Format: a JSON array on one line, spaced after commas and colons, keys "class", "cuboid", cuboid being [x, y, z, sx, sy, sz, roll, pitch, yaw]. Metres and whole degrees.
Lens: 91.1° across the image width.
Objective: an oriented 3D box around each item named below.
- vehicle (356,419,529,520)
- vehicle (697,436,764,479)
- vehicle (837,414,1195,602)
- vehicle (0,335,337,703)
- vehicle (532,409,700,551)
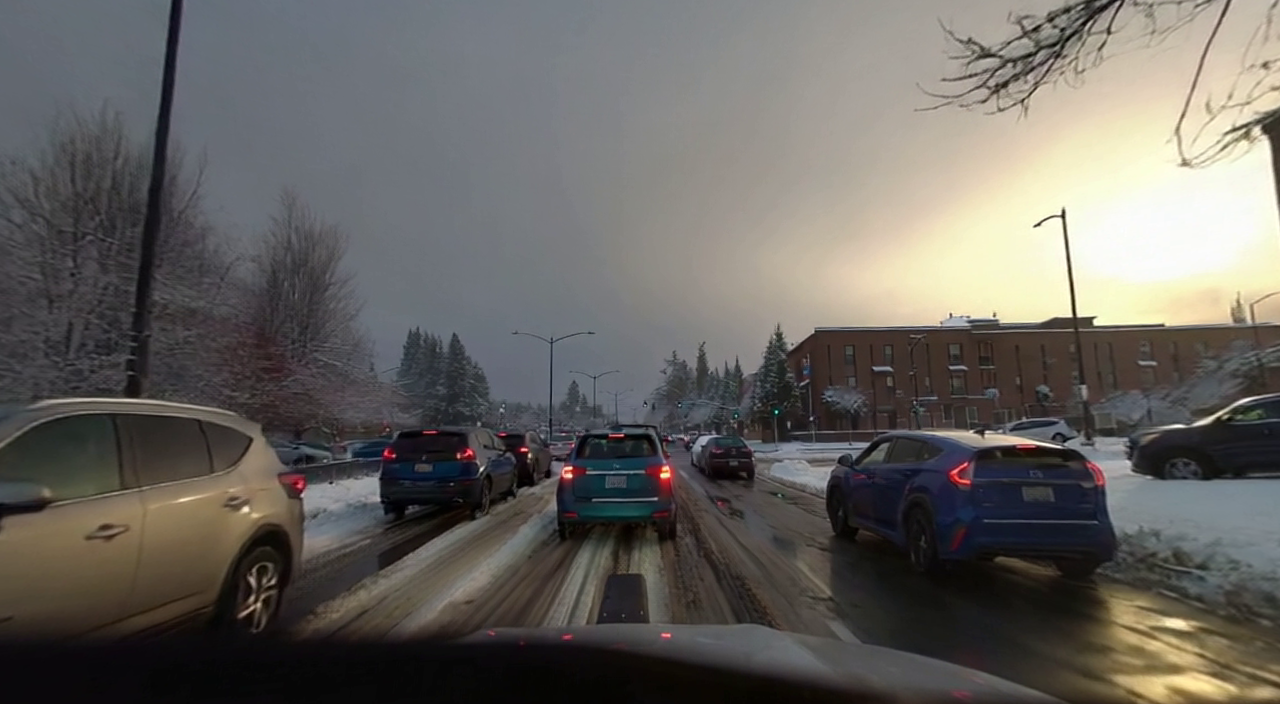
[{"class": "vehicle", "cuboid": [-3.733, 2.311, 12.837, 2.012, 1.701, 4.316, 0, -8, 1]}, {"class": "vehicle", "cuboid": [3.340, 3.971, 23.938, 1.948, 1.475, 4.093, 0, -8, 0]}, {"class": "vehicle", "cuboid": [3.781, 1.598, 7.292, 1.847, 1.554, 3.885, 0, -8, 3]}, {"class": "vehicle", "cuboid": [-3.445, 0.844, 2.682, 2.047, 1.710, 4.314, 0, -8, 1]}, {"class": "vehicle", "cuboid": [-0.237, 1.847, 9.684, 2.022, 1.700, 4.084, 0, -8, 1]}]
